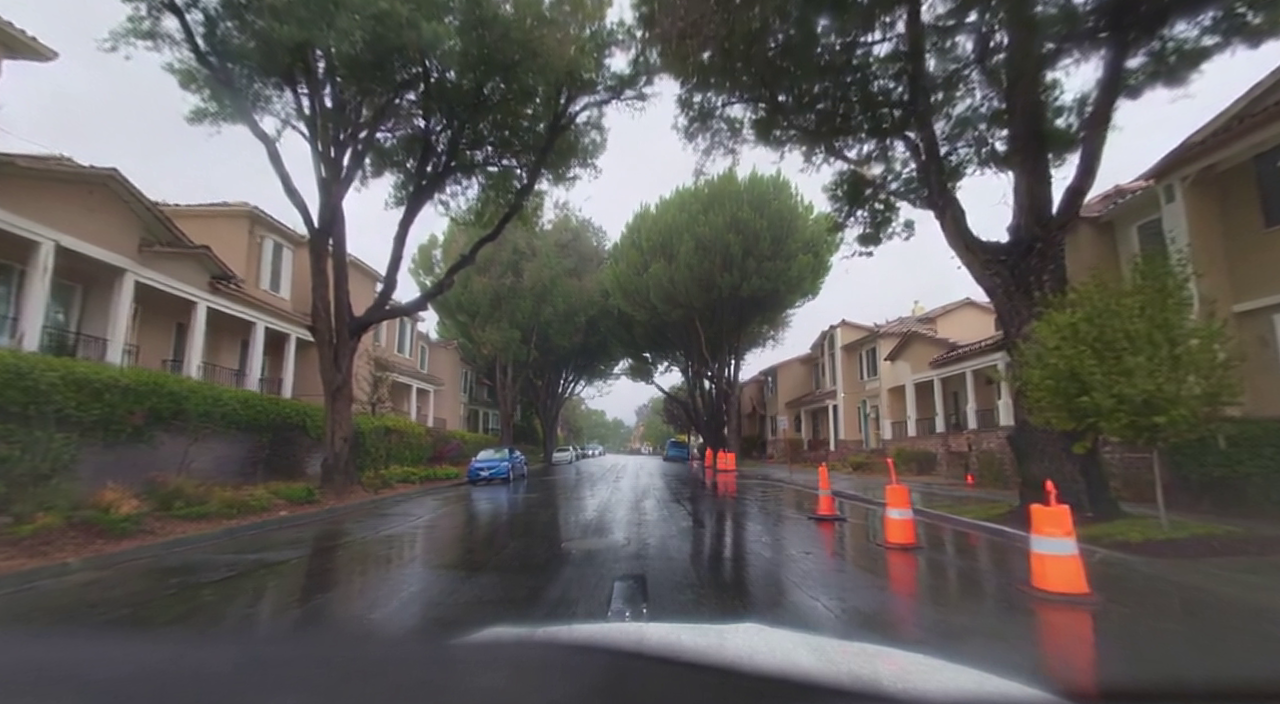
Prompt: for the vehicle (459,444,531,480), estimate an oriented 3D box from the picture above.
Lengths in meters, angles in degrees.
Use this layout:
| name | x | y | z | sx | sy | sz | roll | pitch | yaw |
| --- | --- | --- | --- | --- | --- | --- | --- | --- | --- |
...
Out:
| name | x | y | z | sx | sy | sz | roll | pitch | yaw |
| --- | --- | --- | --- | --- | --- | --- | --- | --- | --- |
| vehicle | -6.527 | 4.997 | 28.907 | 2.137 | 1.481 | 4.503 | 0 | -8 | 1 |
